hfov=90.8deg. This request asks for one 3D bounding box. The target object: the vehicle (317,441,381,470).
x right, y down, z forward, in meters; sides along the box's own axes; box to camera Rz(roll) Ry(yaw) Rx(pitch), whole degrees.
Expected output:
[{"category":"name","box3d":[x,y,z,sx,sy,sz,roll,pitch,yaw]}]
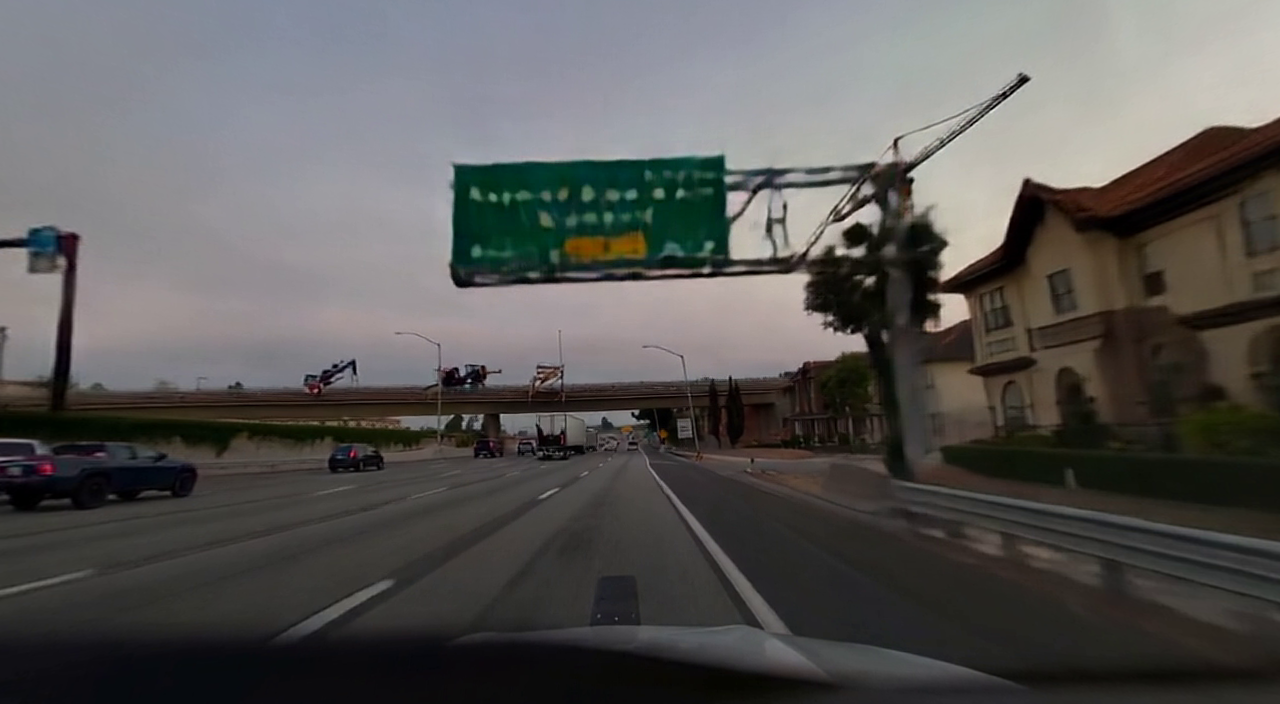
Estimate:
[{"category":"vehicle","box3d":[-18.846,6.718,41.136,1.932,1.752,4.541,0,-9,0]}]
